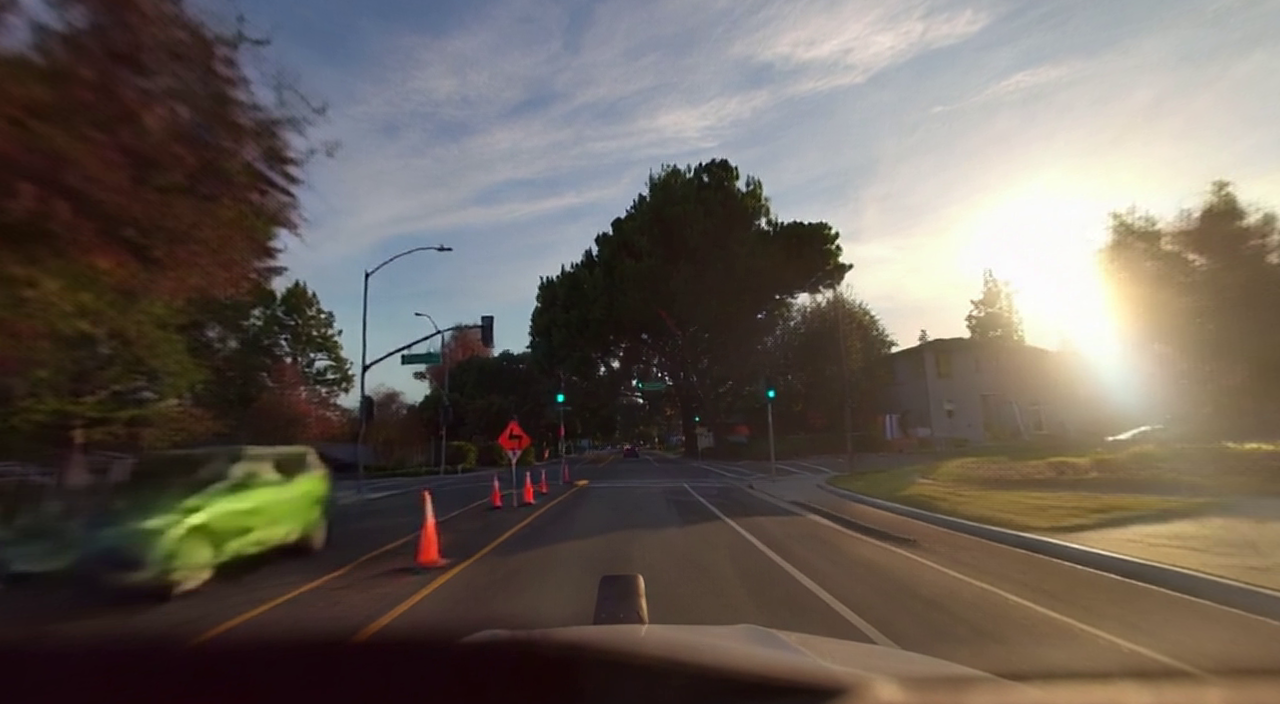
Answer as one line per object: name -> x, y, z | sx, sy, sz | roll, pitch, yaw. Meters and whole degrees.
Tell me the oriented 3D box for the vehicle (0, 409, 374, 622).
vehicle -> -5.567, 1.825, 8.133 | 2.240, 1.879, 4.847 | 0, -9, -1
